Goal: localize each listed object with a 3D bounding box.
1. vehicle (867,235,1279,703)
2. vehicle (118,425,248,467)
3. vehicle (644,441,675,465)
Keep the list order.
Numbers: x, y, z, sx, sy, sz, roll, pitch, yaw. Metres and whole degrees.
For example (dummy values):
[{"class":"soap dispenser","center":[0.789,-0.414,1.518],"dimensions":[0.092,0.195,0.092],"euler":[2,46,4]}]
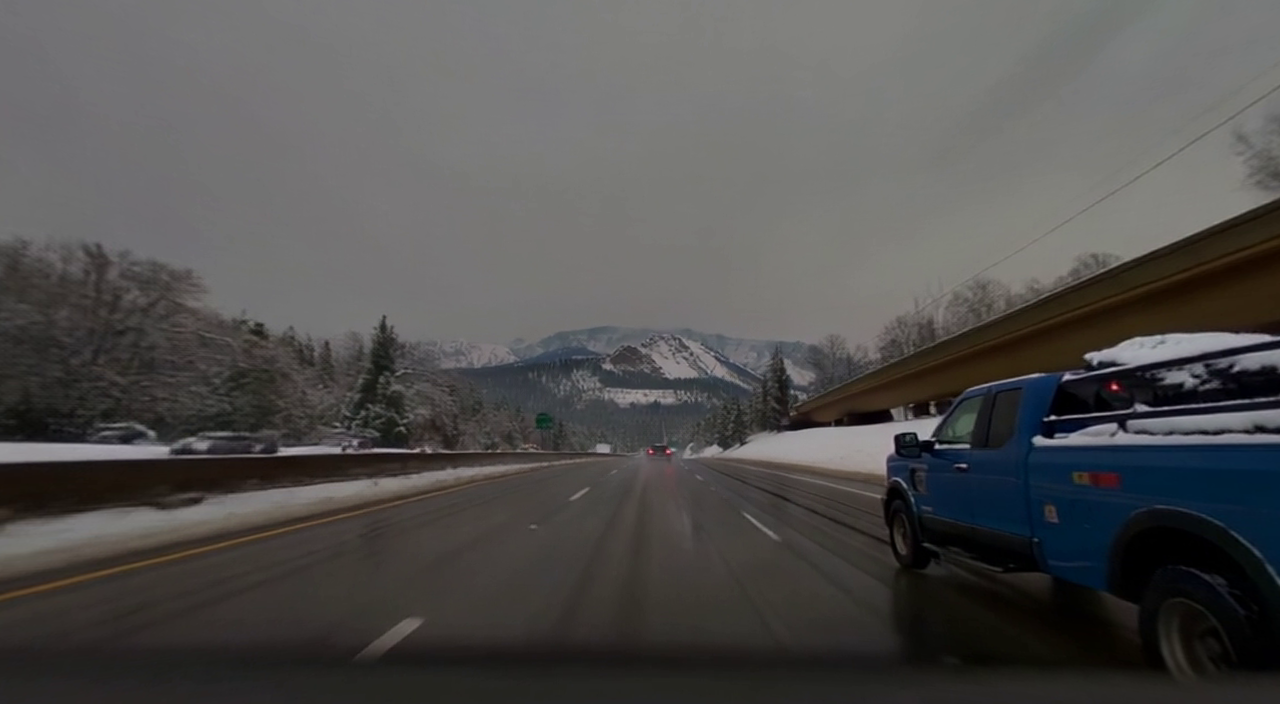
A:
[{"class":"vehicle","center":[3.881,0.849,3.886],"dimensions":[2.538,2.228,6.370],"euler":[0,-9,0]},{"class":"vehicle","center":[-25.288,5.278,35.182],"dimensions":[2.321,2.109,6.362],"euler":[0,-9,2]},{"class":"vehicle","center":[1.333,7.087,44.174],"dimensions":[2.034,1.549,4.147],"euler":[0,-9,0]}]
